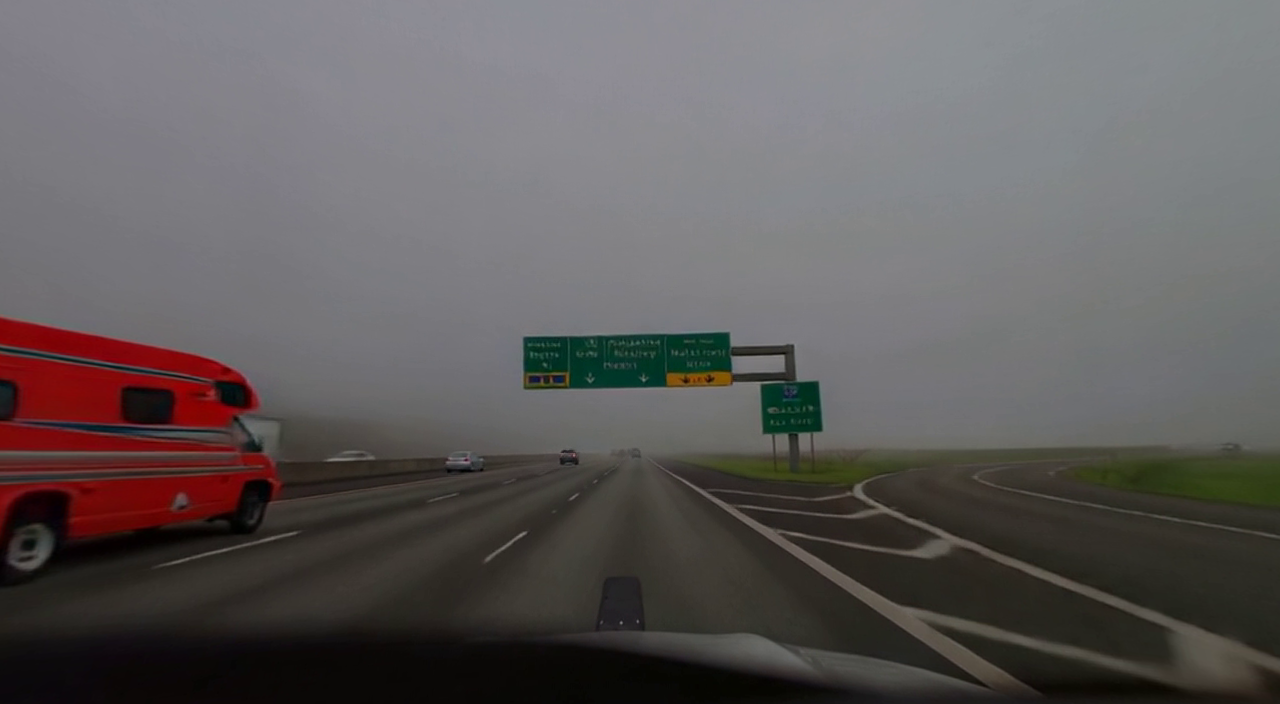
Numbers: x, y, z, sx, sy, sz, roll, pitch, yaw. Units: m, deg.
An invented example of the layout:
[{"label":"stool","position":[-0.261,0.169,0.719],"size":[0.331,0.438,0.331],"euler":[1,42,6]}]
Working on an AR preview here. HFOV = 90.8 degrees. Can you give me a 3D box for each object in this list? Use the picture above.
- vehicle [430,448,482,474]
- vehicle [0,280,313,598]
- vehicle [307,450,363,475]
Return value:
[{"label":"vehicle","position":[-11.383,6.745,39.317],"size":[1.981,1.503,4.207],"euler":[0,-8,1]},{"label":"vehicle","position":[-7.318,1.062,7.536],"size":[2.747,2.934,7.411],"euler":[0,-8,0]},{"label":"vehicle","position":[-19.286,6.977,40.044],"size":[1.796,1.472,3.528],"euler":[0,-8,0]}]
